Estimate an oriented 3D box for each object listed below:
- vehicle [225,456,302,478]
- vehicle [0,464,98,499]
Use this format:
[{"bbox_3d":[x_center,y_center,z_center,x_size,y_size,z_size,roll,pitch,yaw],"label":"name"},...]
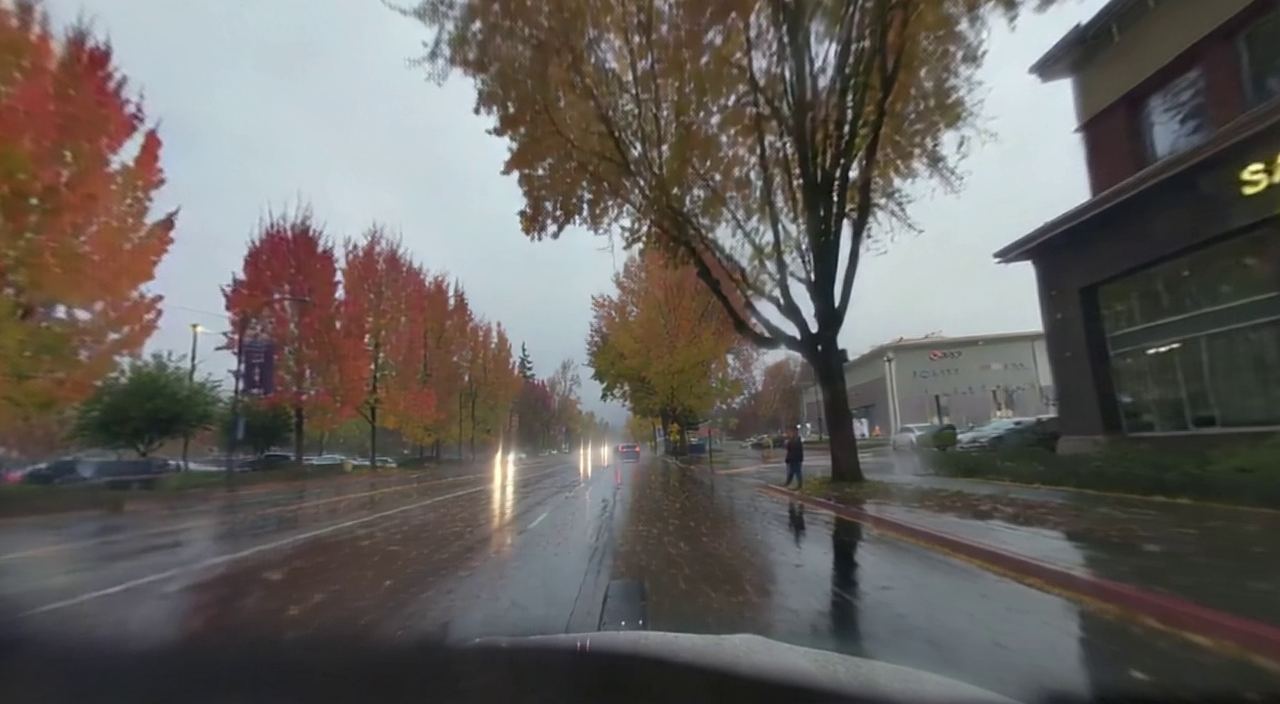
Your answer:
[{"bbox_3d":[-28.897,8.809,48.269,4.552,1.576,2.005,0,-9,2],"label":"vehicle"},{"bbox_3d":[-28.857,6.171,30.042,3.990,1.514,1.892,0,-9,-2],"label":"vehicle"}]
